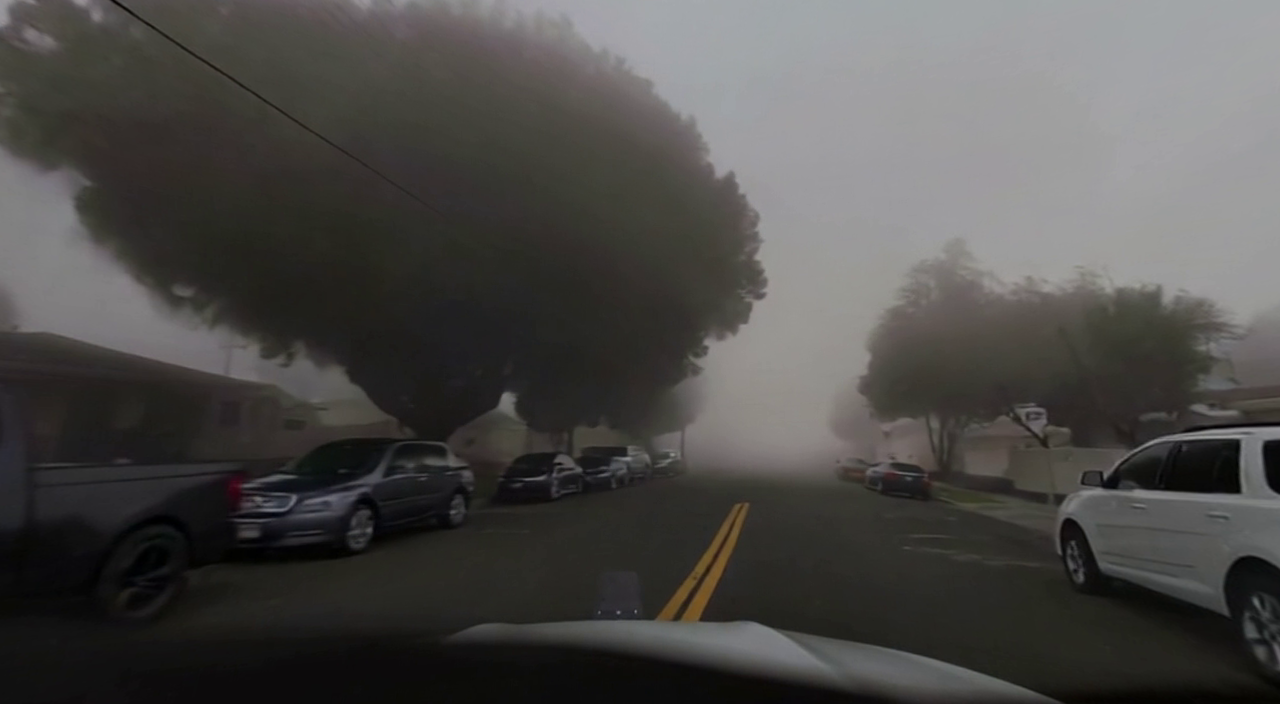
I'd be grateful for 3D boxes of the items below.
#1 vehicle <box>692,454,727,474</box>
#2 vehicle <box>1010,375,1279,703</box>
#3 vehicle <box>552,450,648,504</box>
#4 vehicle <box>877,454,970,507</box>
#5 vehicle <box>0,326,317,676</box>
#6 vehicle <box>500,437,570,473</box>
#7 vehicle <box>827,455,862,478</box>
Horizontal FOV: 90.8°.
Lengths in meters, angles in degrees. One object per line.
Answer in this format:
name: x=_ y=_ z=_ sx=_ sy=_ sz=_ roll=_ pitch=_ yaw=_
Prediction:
vehicle: x=5.502 y=8.793 z=49.841 sx=1.960 sy=1.460 sz=4.425 roll=-2 pitch=-10 yaw=16
vehicle: x=5.247 y=1.340 z=5.165 sx=2.226 sy=1.928 sz=5.339 roll=-2 pitch=-9 yaw=13
vehicle: x=-1.137 y=3.953 z=20.585 sx=1.897 sy=1.523 sz=4.626 roll=-2 pitch=-9 yaw=13
vehicle: x=9.582 y=4.308 z=21.746 sx=1.870 sy=1.536 sz=4.568 roll=-1 pitch=-9 yaw=11
vehicle: x=-4.886 y=0.829 z=3.397 sx=2.385 sy=1.967 sz=5.971 roll=-2 pitch=-7 yaw=10
vehicle: x=-5.856 y=5.845 z=36.057 sx=2.232 sy=1.836 sz=5.443 roll=-1 pitch=-9 yaw=10
vehicle: x=15.820 y=8.861 z=49.124 sx=2.310 sy=1.527 sz=4.705 roll=0 pitch=-8 yaw=14
